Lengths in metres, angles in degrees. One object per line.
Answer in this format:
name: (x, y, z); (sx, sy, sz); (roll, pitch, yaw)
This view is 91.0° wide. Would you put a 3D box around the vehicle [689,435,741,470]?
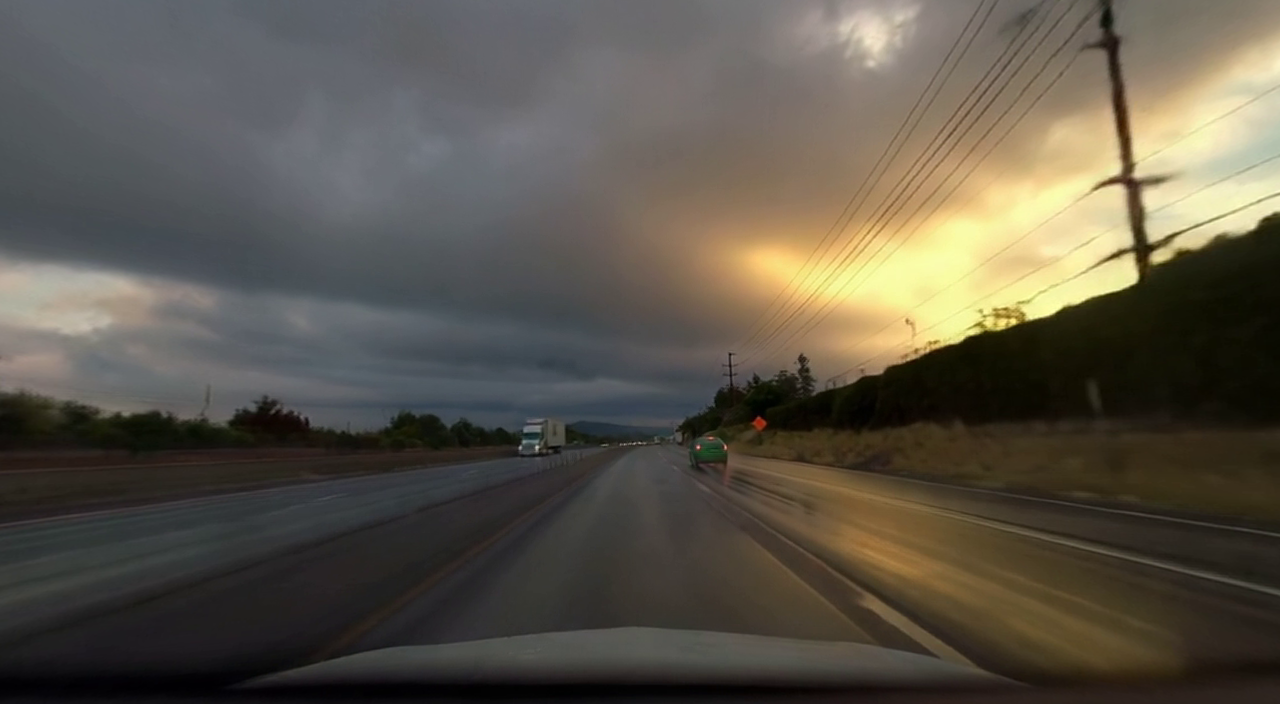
vehicle: (3.640, 4.967, 31.335); (1.977, 1.581, 4.428); (0, -8, 0)
